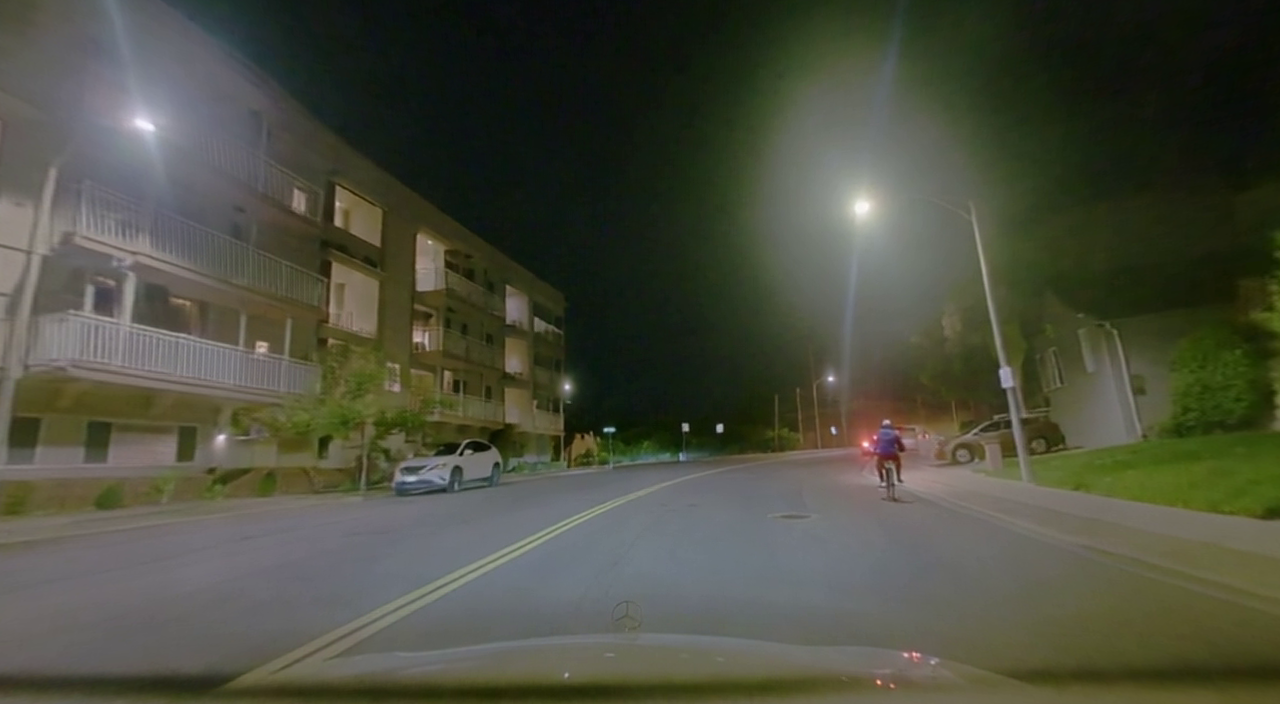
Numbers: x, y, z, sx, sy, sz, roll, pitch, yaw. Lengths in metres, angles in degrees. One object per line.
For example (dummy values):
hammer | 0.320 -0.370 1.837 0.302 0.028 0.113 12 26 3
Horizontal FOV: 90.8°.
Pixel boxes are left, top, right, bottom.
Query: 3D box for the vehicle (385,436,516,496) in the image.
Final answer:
vehicle | -5.838 3.573 20.125 1.937 1.670 4.391 -2 -9 15

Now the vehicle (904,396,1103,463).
vehicle | 13.758 3.060 24.500 6.099 1.973 2.450 -7 -10 16

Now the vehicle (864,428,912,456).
vehicle | 16.376 5.969 41.536 2.105 1.705 4.392 -5 -10 31
